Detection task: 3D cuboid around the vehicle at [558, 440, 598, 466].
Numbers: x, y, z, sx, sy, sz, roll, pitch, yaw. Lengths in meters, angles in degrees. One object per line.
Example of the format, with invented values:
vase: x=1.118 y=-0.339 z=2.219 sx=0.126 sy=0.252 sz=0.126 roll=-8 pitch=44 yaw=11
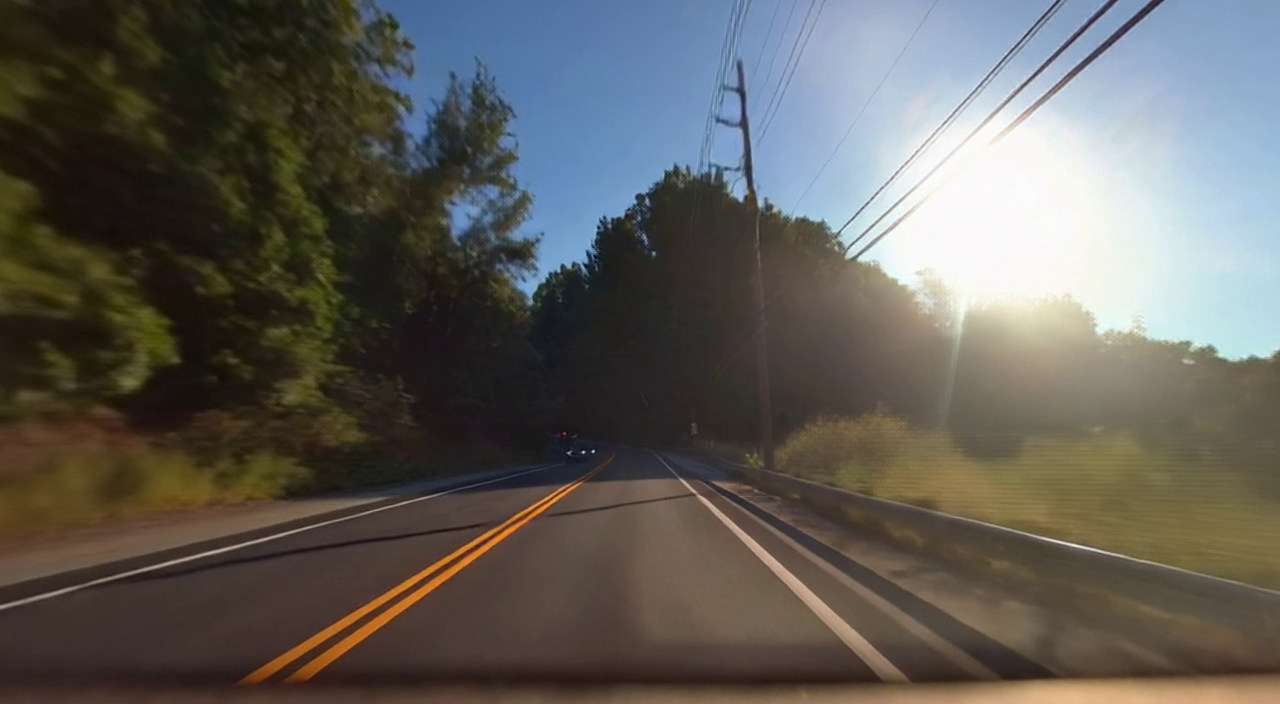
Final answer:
vehicle: x=-4.498 y=7.459 z=46.912 sx=2.172 sy=1.744 sz=6.543 roll=-2 pitch=-8 yaw=1
